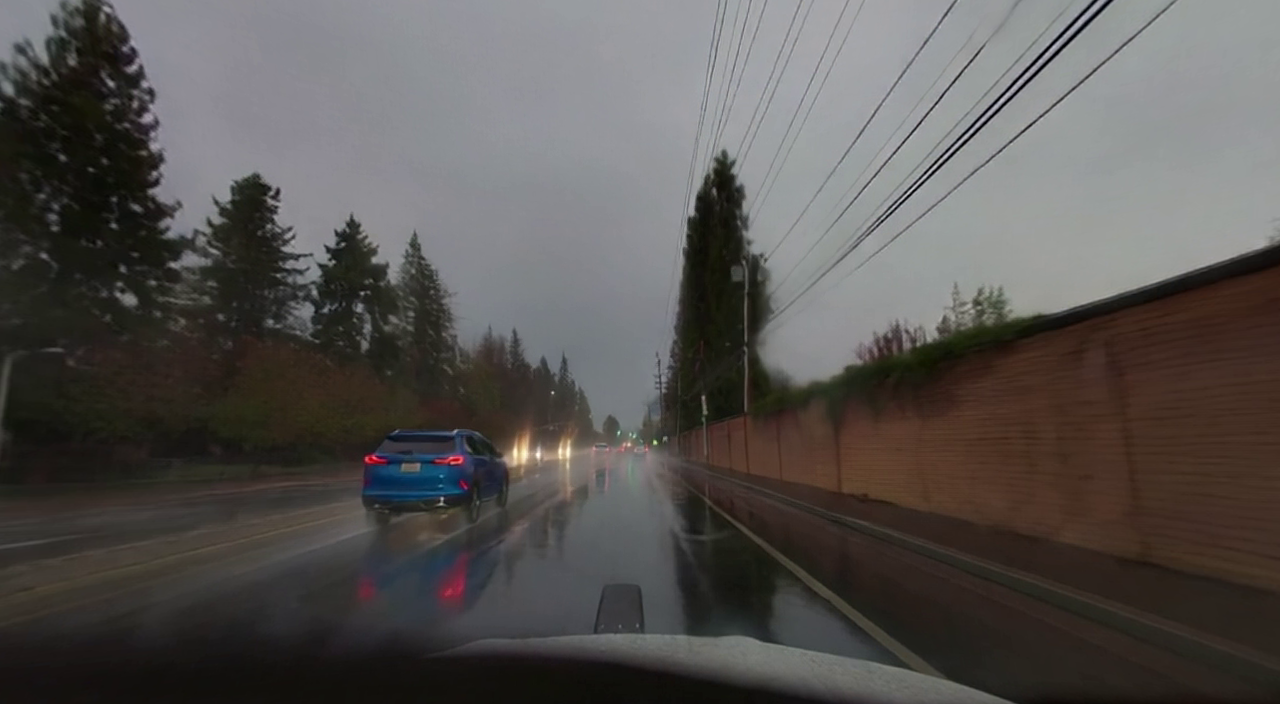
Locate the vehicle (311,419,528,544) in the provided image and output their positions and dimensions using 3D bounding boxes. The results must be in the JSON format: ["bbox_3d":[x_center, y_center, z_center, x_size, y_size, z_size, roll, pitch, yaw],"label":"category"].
[{"bbox_3d":[-3.513,2.156,11.181,2.147,1.730,4.555,0,-8,1],"label":"vehicle"}]
